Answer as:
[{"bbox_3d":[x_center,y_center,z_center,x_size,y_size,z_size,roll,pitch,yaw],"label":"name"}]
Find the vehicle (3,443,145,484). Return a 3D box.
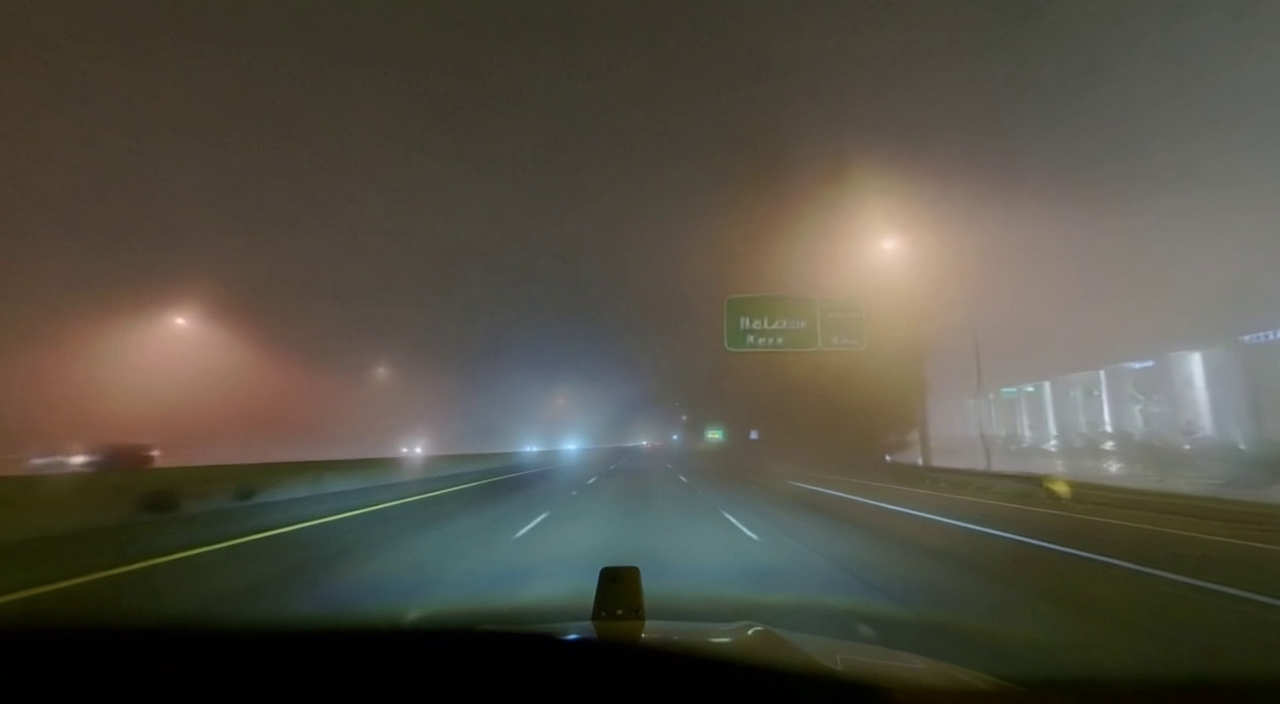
[{"bbox_3d":[-23.900,4.692,26.841,1.875,1.547,4.382,0,-9,1],"label":"vehicle"}]
